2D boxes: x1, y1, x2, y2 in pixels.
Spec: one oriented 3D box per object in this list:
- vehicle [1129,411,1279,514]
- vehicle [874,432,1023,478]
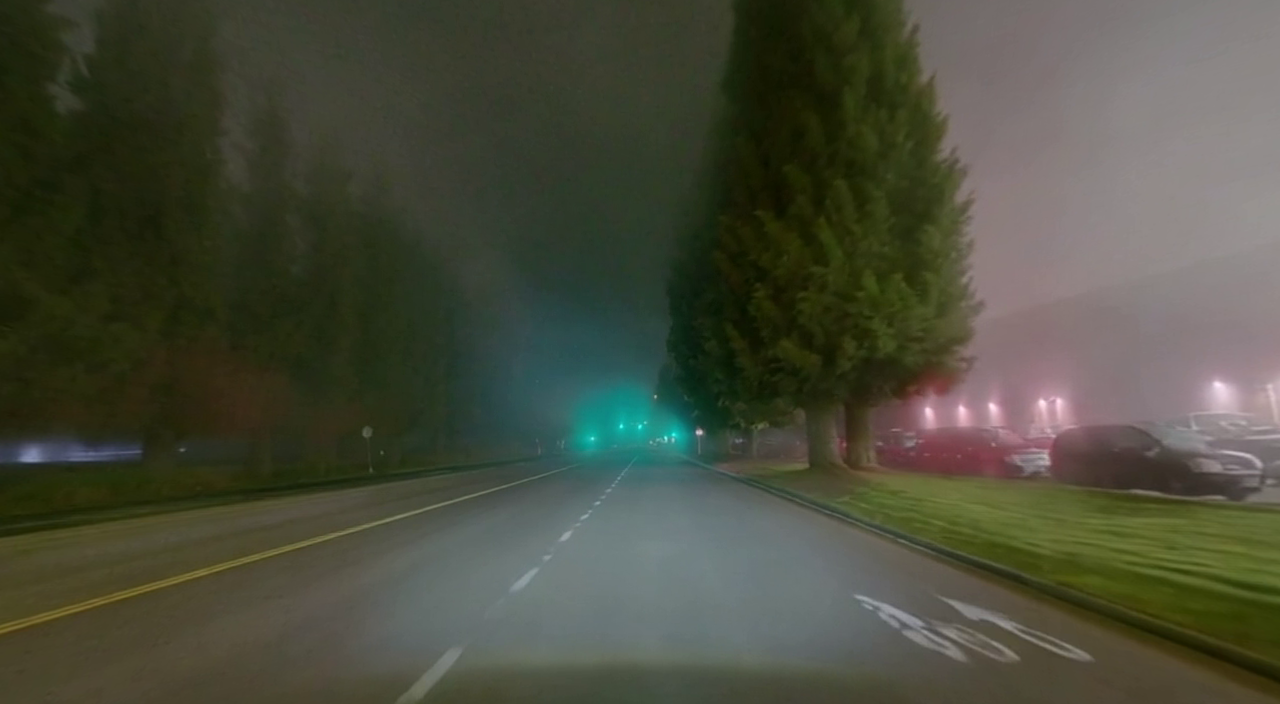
[{"bbox_3d":[10.862,1.777,10.438,3.933,1.521,1.865,0,-8,-1],"label":"vehicle"},{"bbox_3d":[11.308,3.793,23.371,4.522,1.499,1.871,1,-9,2],"label":"vehicle"}]
